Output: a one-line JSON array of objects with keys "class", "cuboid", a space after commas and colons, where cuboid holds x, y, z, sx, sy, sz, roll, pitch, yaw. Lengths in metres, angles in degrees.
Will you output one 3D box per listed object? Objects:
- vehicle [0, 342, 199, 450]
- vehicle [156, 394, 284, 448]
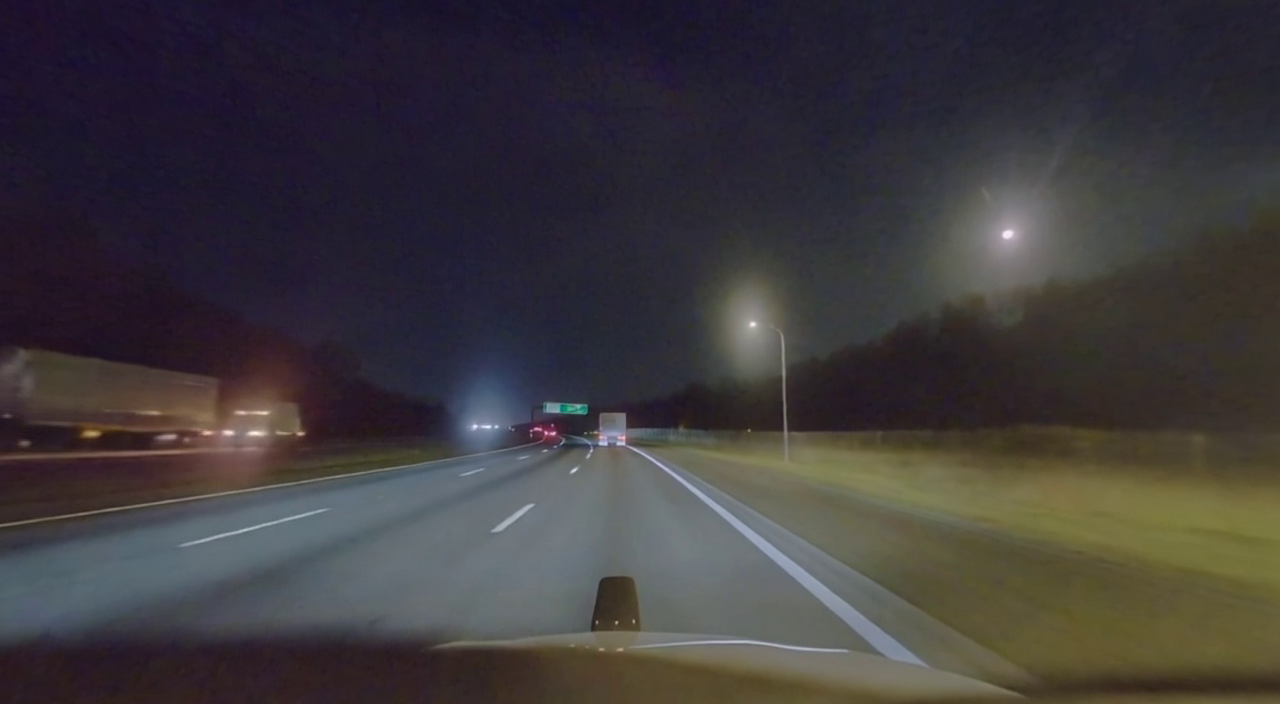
[{"class": "vehicle", "cuboid": [-24.846, 1.906, 25.199, 3.018, 3.876, 16.871, 1, -8, -3]}, {"class": "vehicle", "cuboid": [-20.978, 3.591, 31.975, 2.328, 2.433, 6.234, 0, -8, -2]}]
